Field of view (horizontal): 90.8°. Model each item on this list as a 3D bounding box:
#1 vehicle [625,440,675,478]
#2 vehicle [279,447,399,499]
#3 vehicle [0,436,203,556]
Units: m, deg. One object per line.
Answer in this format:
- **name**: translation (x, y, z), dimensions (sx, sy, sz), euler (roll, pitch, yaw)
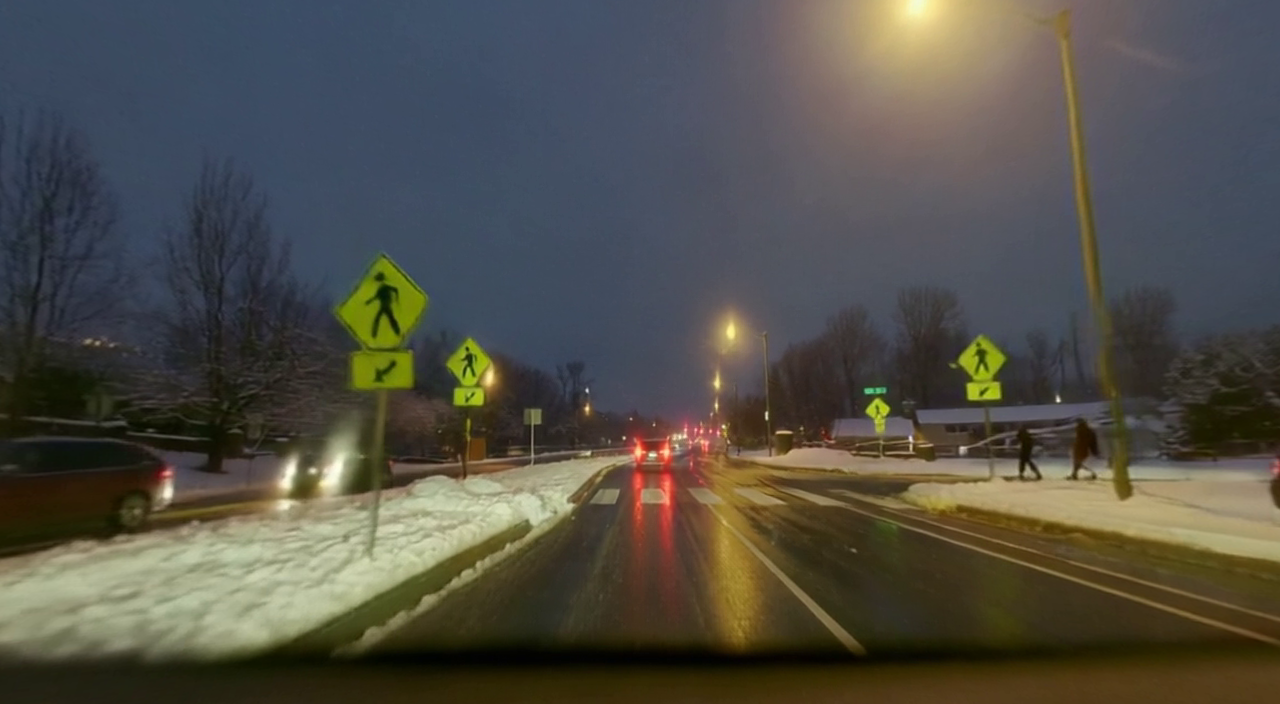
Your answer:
- **vehicle**: translation (0.493, 4.955, 29.484), dimensions (2.158, 1.600, 3.865), euler (-1, -8, 2)
- **vehicle**: translation (-10.371, 4.180, 22.196), dimensions (2.197, 1.606, 4.034), euler (0, -8, 0)
- **vehicle**: translation (-10.565, 2.377, 10.899), dimensions (2.162, 1.767, 5.368), euler (-1, -8, 1)
